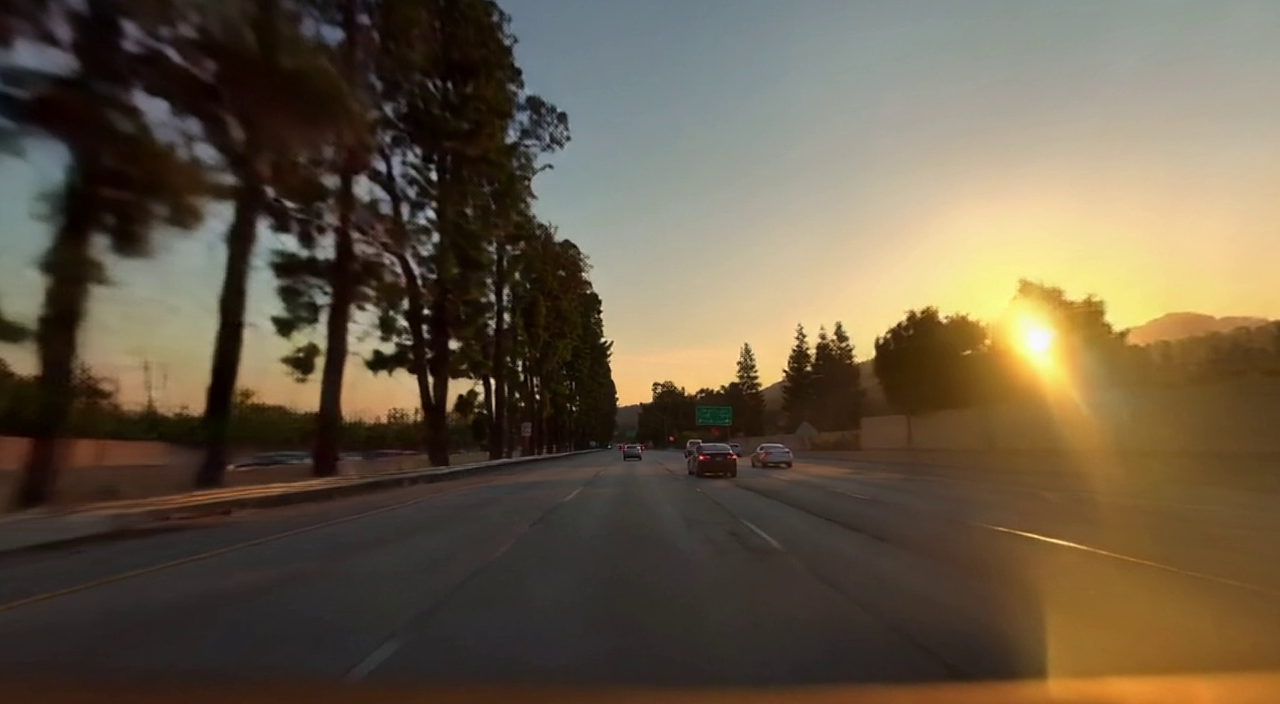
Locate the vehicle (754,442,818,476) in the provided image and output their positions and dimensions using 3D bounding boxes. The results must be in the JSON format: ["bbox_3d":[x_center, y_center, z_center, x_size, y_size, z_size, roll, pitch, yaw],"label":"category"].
[{"bbox_3d":[6.998,5.155,30.764,1.946,1.497,4.467,0,-9,-2],"label":"vehicle"}]

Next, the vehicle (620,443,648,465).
[{"bbox_3d":[-0.513,7.786,48.354,2.029,1.595,4.207,0,-9,-2],"label":"vehicle"}]

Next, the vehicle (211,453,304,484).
[{"bbox_3d":[-20.066,6.089,33.420,1.998,1.460,4.654,0,-9,0],"label":"vehicle"}]

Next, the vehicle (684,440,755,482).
[{"bbox_3d":[3.057,4.309,25.297,2.076,1.472,4.562,0,-9,-2],"label":"vehicle"}]
